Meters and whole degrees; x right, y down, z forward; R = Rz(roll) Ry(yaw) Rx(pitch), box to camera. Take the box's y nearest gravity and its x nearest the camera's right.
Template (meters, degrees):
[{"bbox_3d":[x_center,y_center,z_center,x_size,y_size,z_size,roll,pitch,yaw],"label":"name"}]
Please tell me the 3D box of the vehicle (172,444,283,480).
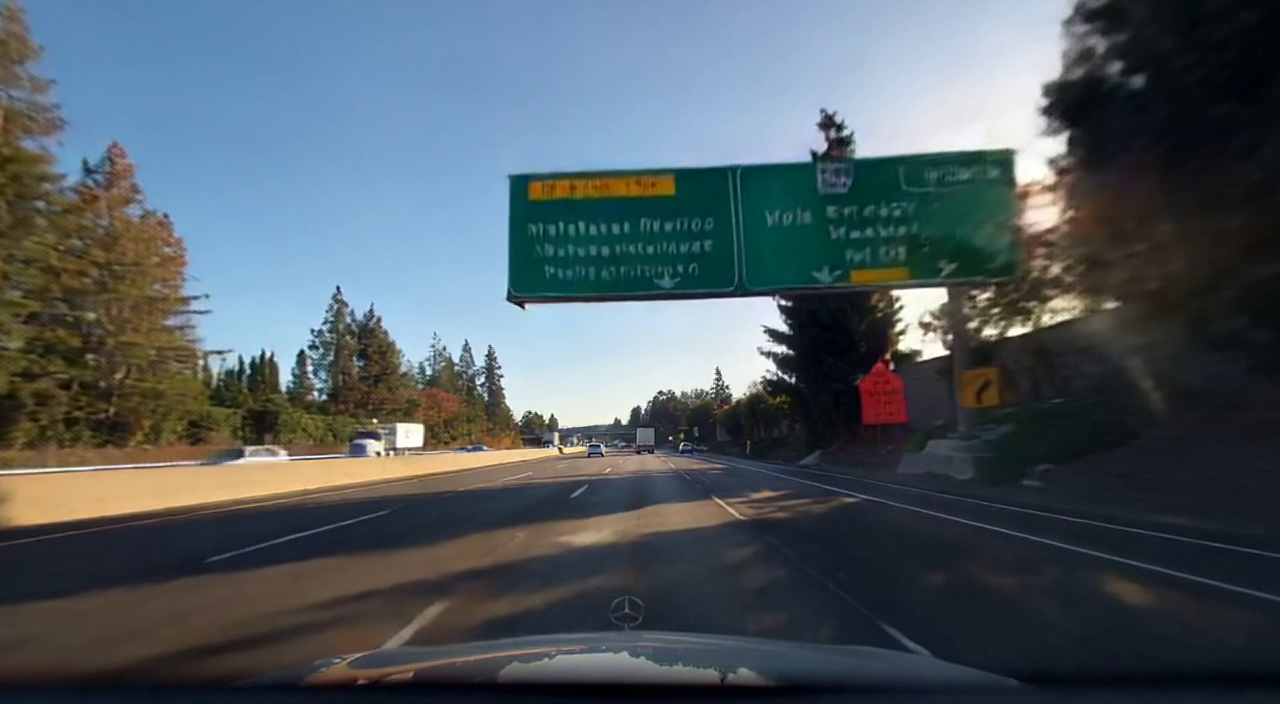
[{"bbox_3d":[-19.547,5.197,30.147,2.023,1.591,4.712,0,-8,1],"label":"vehicle"}]
